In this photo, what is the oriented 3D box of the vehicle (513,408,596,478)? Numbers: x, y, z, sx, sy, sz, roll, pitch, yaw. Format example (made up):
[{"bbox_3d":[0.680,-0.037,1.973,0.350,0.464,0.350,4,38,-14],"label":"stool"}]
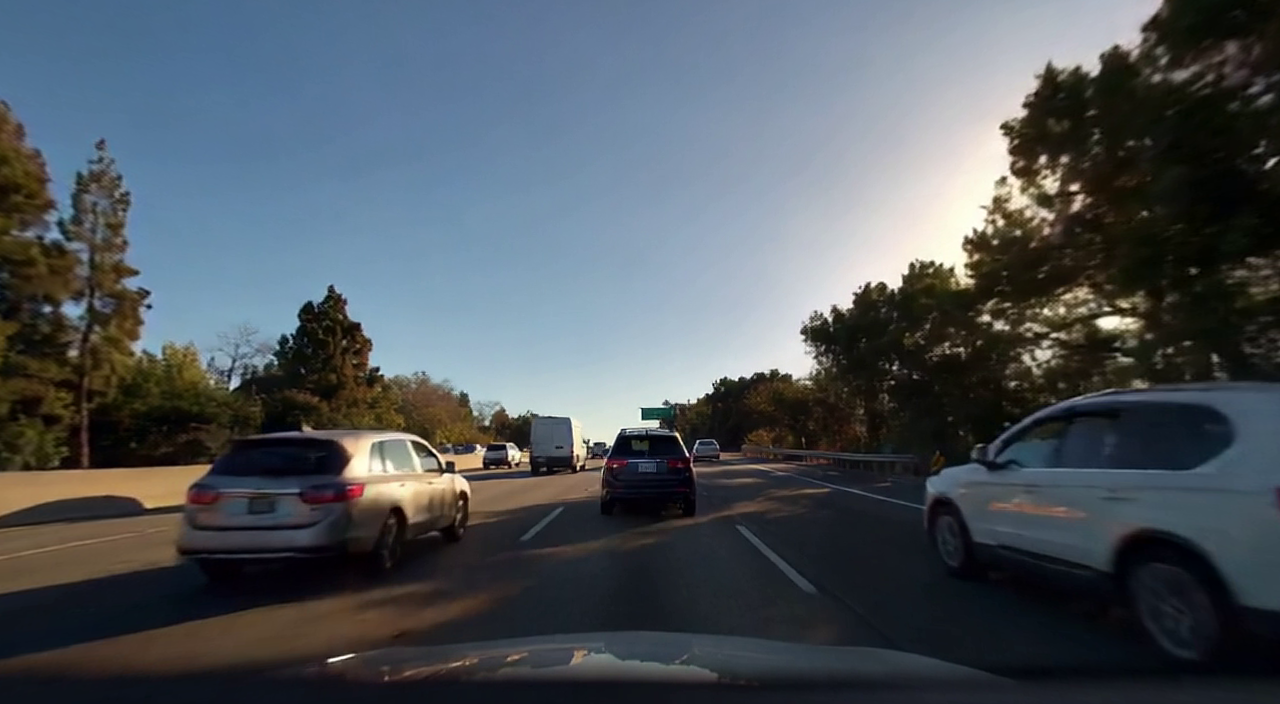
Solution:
[{"bbox_3d":[-3.124,3.530,24.450,2.359,2.399,5.500,0,-8,1],"label":"vehicle"}]

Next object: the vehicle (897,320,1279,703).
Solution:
[{"bbox_3d":[3.854,0.995,4.120,2.175,1.830,5.173,0,-8,0],"label":"vehicle"}]

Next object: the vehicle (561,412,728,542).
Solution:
[{"bbox_3d":[0.040,1.983,10.559,2.223,1.722,4.177,0,-8,0],"label":"vehicle"}]

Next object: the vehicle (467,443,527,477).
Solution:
[{"bbox_3d":[-6.829,5.183,30.473,1.877,1.490,4.141,0,-8,1],"label":"vehicle"}]

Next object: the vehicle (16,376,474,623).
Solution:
[{"bbox_3d":[-3.473,1.395,6.835,2.142,1.808,4.266,0,-8,0],"label":"vehicle"}]
